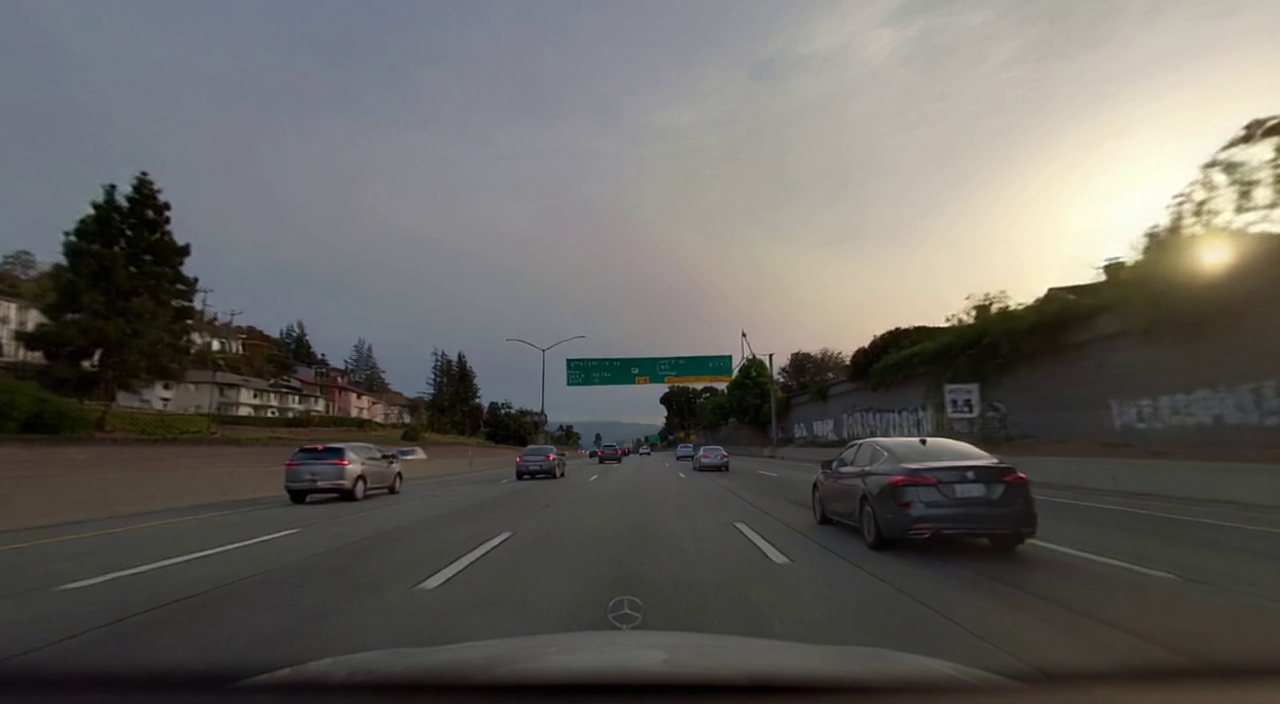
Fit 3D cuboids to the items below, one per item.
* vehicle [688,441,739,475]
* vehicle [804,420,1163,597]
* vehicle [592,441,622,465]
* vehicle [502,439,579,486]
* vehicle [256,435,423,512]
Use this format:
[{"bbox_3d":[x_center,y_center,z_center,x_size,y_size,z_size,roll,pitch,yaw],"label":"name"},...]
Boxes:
[{"bbox_3d":[3.346,4.896,29.309,1.854,1.438,3.954,0,-8,0],"label":"vehicle"},{"bbox_3d":[3.539,1.672,7.657,1.912,1.509,4.291,0,-8,0],"label":"vehicle"},{"bbox_3d":[-2.572,7.989,49.980,2.183,1.764,4.134,0,-8,-1],"label":"vehicle"},{"bbox_3d":[-3.630,4.119,23.882,2.136,1.571,4.285,0,-8,1],"label":"vehicle"},{"bbox_3d":[-7.329,2.977,15.984,2.057,1.681,4.277,0,-8,1],"label":"vehicle"}]
